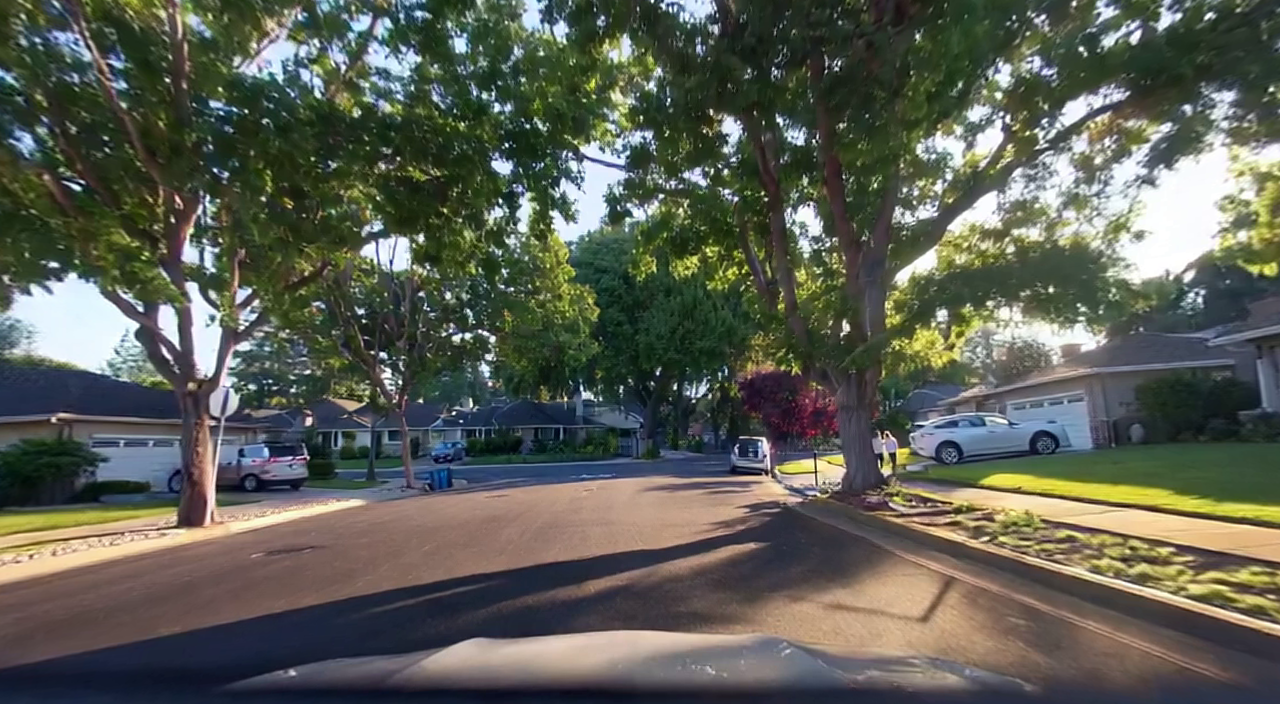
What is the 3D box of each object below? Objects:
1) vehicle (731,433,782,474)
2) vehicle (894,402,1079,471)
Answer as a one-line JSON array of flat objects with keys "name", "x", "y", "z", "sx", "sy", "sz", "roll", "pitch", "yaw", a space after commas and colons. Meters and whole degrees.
[{"name": "vehicle", "x": 5.562, "y": 4.778, "z": 29.868, "sx": 2.053, "sy": 1.737, "sz": 4.375, "roll": -2, "pitch": -9, "yaw": 14}, {"name": "vehicle", "x": 11.450, "y": 2.854, "z": 21.213, "sx": 4.780, "sy": 1.765, "sz": 2.103, "roll": -6, "pitch": -9, "yaw": 3}]
